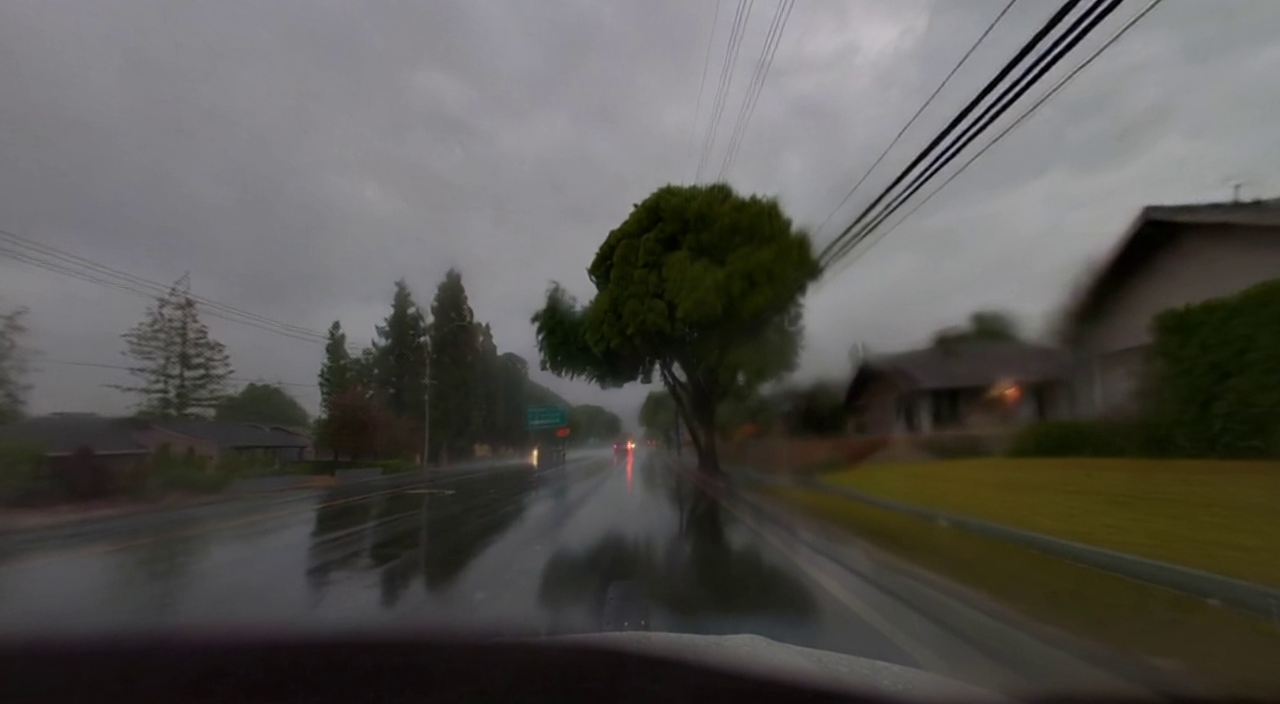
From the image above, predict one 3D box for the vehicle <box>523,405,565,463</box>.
[{"bbox_3d":[-6.500,5.609,43.184,2.365,3.642,3.374,-4,-7,-5],"label":"vehicle"}]
